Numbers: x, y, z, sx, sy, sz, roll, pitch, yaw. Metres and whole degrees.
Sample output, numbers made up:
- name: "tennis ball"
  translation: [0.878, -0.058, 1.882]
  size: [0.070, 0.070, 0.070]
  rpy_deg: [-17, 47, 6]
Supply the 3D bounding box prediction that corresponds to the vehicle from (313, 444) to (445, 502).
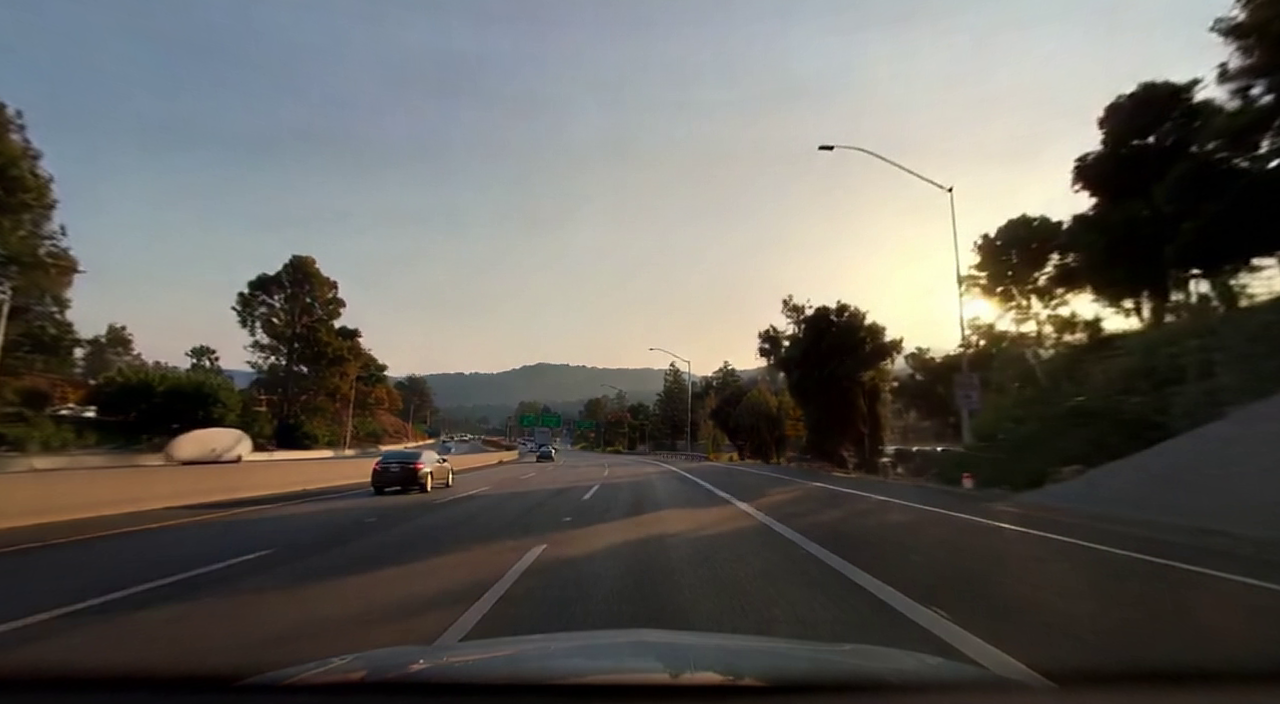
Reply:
- name: "vehicle"
  translation: [-7.530, 3.493, 18.750]
  size: [2.025, 1.494, 4.495]
  rpy_deg: [0, -8, -1]
